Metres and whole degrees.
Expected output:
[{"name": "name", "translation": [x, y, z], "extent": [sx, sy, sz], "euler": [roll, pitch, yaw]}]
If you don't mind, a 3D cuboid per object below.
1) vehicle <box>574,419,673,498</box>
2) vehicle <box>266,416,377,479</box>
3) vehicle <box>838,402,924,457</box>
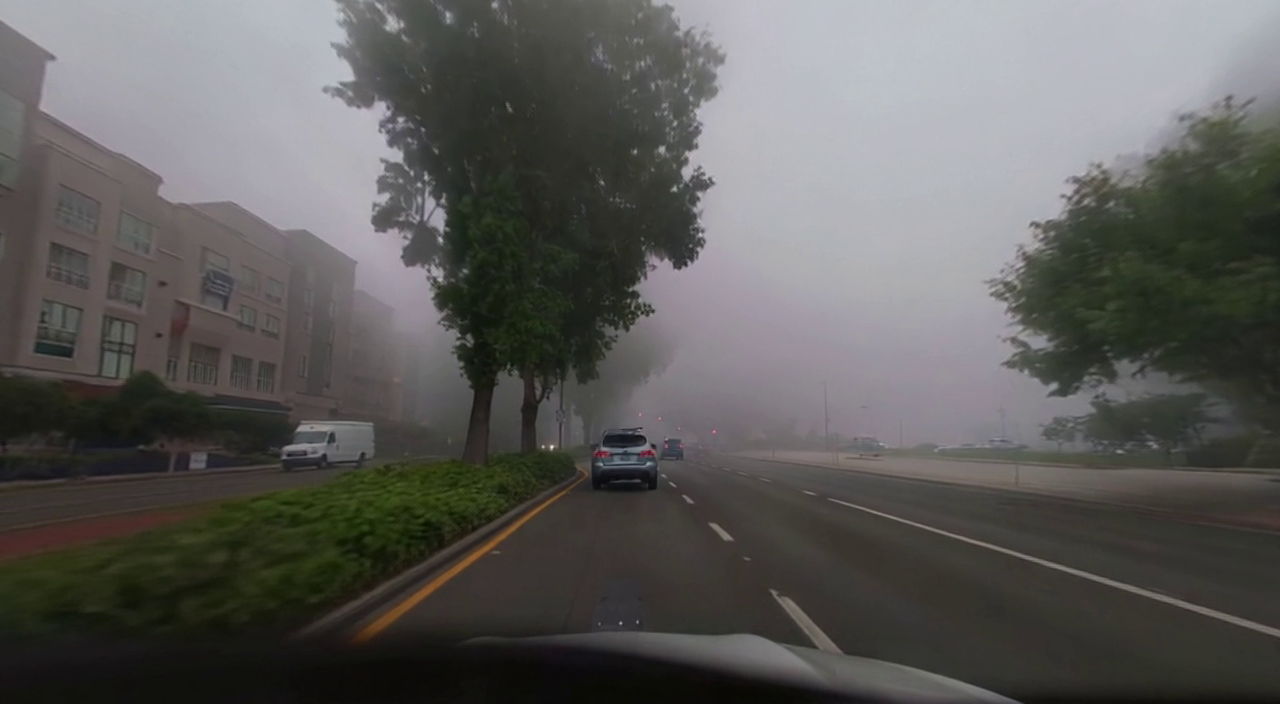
[{"name": "vehicle", "translation": [-0.432, 2.775, 16.741], "extent": [2.277, 1.816, 4.192], "euler": [0, -9, -2]}, {"name": "vehicle", "translation": [-19.205, 5.844, 38.817], "extent": [2.811, 3.399, 7.898], "euler": [1, -9, -2]}, {"name": "vehicle", "translation": [18.040, 6.018, 48.201], "extent": [3.269, 3.755, 8.862], "euler": [0, -9, 2]}]
